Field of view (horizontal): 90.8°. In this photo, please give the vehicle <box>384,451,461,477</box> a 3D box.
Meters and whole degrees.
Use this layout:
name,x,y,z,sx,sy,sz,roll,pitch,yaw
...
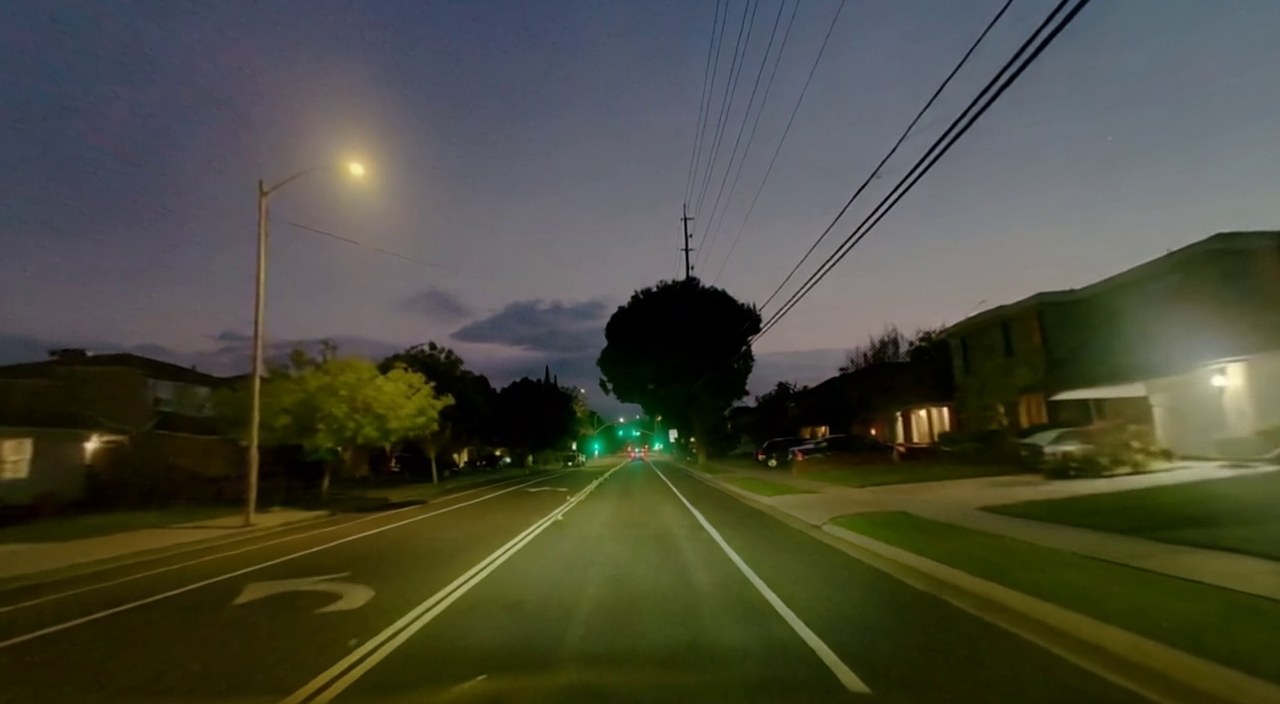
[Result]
name,x,y,z,sx,sy,sz,roll,pitch,yaw
vehicle,-14.961,7.715,43.693,4.501,1.689,2.106,0,-9,1

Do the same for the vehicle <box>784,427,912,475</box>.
name,x,y,z,sx,sy,sz,roll,pitch,yaw
vehicle,8.863,4.276,27.296,4.747,1.942,2.158,0,-9,1
